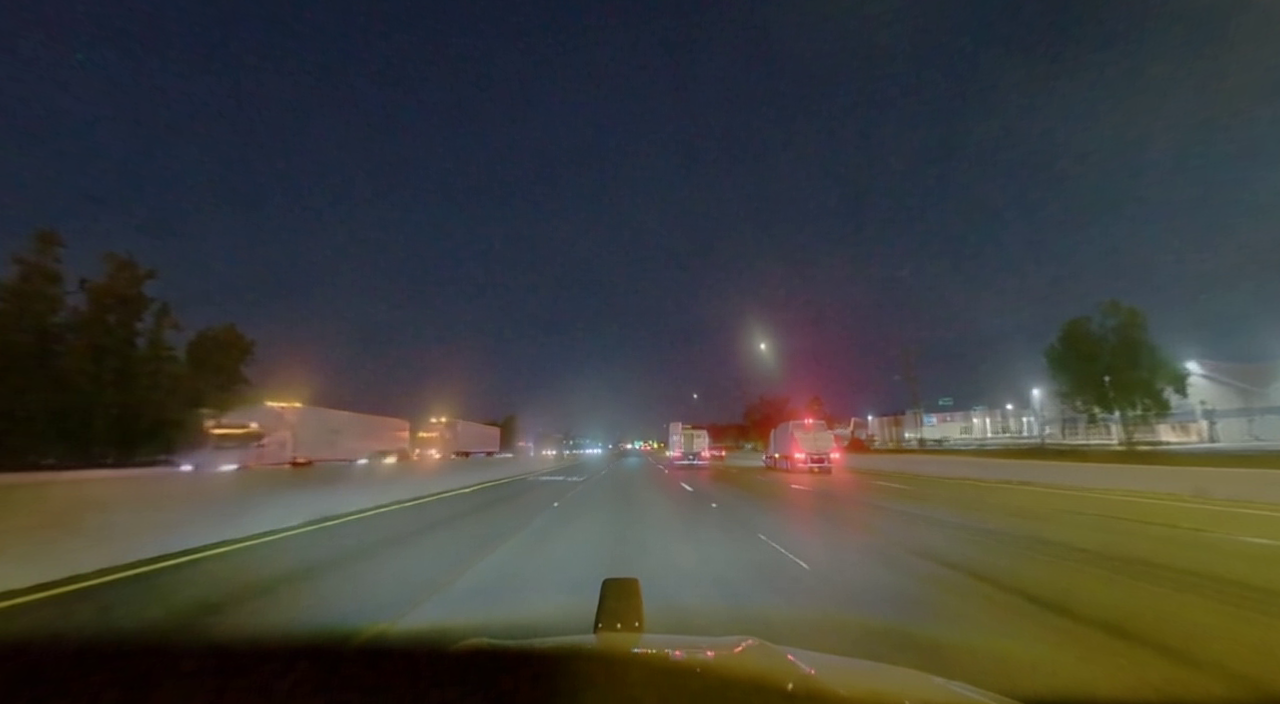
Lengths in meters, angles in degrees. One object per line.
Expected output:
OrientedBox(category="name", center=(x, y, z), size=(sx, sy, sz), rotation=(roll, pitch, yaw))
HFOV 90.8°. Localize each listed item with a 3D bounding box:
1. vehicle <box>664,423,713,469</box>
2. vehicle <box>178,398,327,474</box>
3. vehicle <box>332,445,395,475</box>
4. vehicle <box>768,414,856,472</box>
OrientedBox(category="vehicle", center=(3.411, 6.884, 46.360), size=(2.742, 3.054, 7.537), rotation=(0, -9, -2))
OrientedBox(category="vehicle", center=(-21.170, 4.753, 35.287), size=(3.105, 3.748, 8.035), rotation=(0, -9, 0))
OrientedBox(category="vehicle", center=(-13.785, 5.386, 31.637), size=(1.578, 1.376, 3.354), rotation=(0, -9, 0))
OrientedBox(category="vehicle", center=(10.937, 6.011, 41.371), size=(2.912, 3.293, 9.588), rotation=(0, -9, -1))
